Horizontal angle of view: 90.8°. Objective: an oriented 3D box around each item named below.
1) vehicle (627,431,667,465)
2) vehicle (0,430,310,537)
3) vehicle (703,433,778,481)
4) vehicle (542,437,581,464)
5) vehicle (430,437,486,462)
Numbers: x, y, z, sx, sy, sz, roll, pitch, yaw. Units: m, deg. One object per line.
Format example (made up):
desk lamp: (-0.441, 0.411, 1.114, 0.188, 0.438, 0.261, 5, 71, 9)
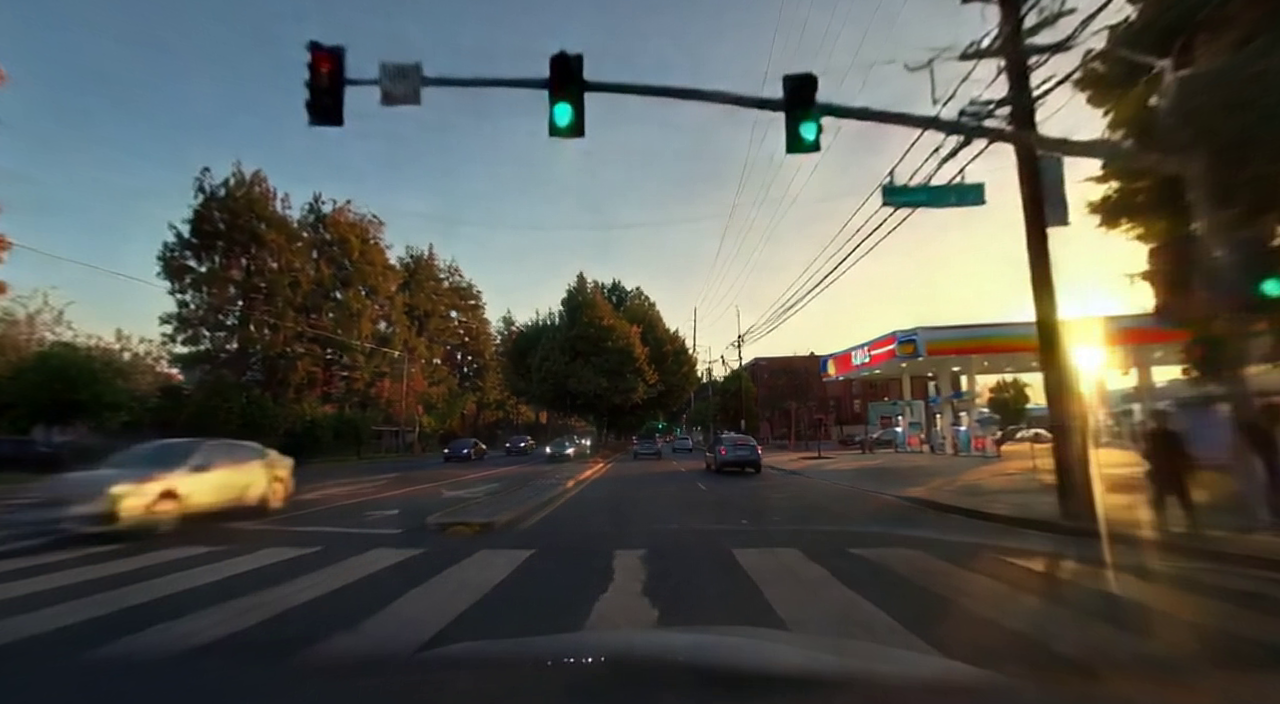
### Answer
vehicle: (0.395, 5.568, 36.779, 2.163, 1.825, 4.073, 0, -8, 1)
vehicle: (-8.305, 2.245, 11.480, 2.109, 1.525, 4.562, -1, -8, 1)
vehicle: (3.604, 3.854, 23.402, 1.990, 1.592, 4.294, 0, -8, -1)
vehicle: (-4.664, 5.912, 37.980, 1.816, 1.484, 3.629, -1, -8, 1)
vehicle: (-12.097, 6.517, 42.265, 2.264, 1.515, 4.718, -1, -8, 1)
